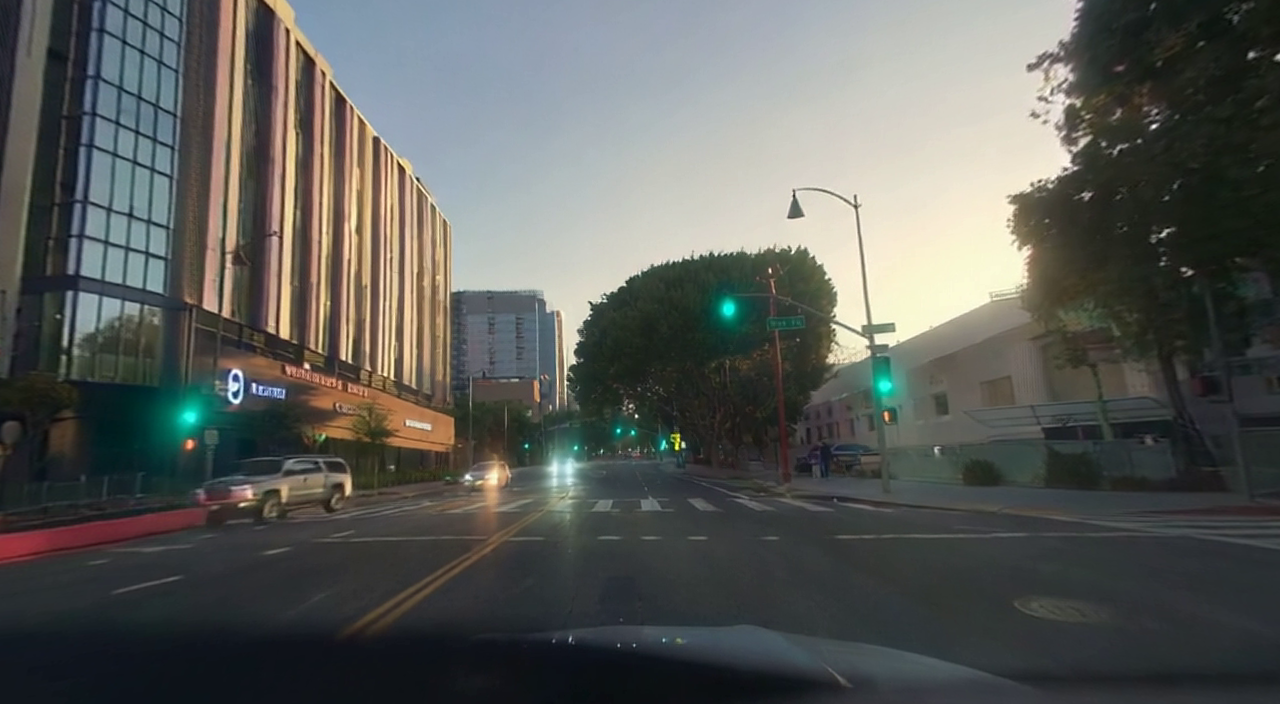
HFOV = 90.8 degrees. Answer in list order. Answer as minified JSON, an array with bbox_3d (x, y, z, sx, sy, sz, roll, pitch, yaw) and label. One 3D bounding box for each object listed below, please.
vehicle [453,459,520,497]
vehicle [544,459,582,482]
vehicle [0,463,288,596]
[{"bbox_3d":[-6.851,5.652,28.594,1.897,1.537,3.770,-1,-9,4],"label":"vehicle"},{"bbox_3d":[-5.860,9.028,48.485,2.037,1.563,4.754,-1,-9,3],"label":"vehicle"},{"bbox_3d":[-7.655,2.503,9.725,1.893,1.451,4.276,-1,-9,2],"label":"vehicle"}]
